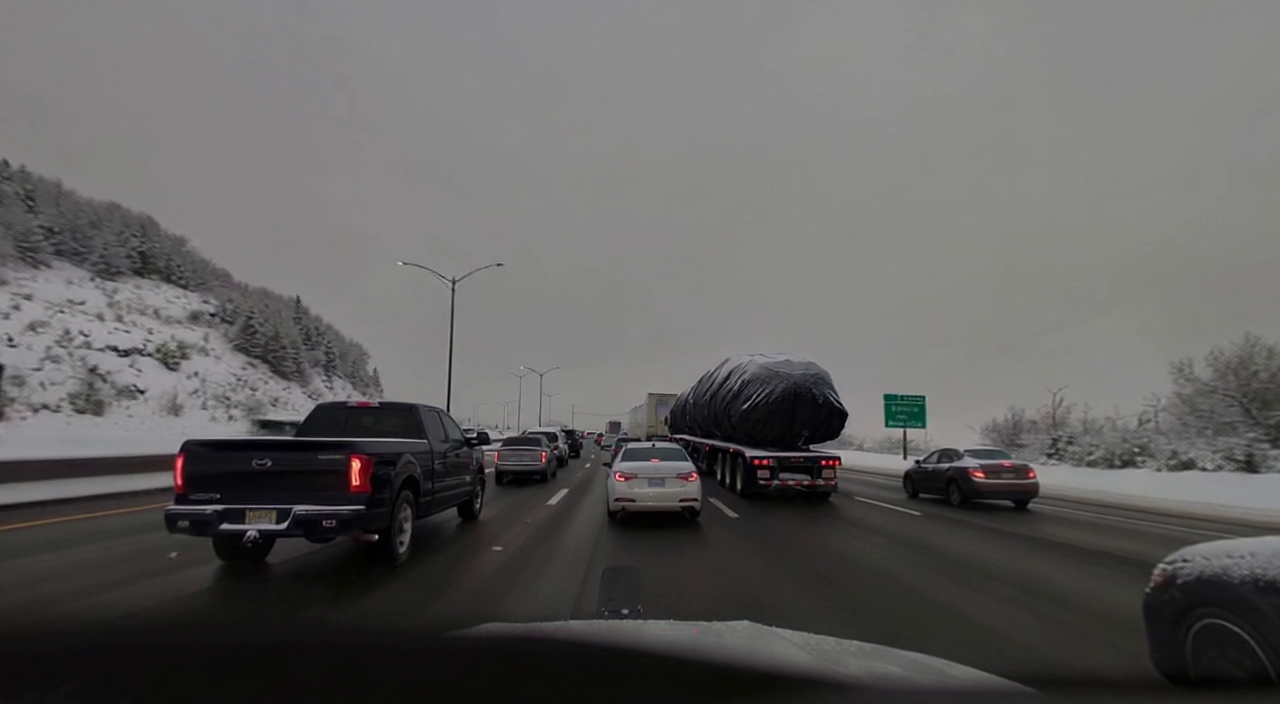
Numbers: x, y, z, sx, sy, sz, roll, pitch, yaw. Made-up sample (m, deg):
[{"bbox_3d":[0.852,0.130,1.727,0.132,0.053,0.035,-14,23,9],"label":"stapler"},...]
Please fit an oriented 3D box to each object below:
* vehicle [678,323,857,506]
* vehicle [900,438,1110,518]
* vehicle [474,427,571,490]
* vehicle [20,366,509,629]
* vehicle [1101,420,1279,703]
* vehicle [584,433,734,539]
[{"bbox_3d":[3.176,2.151,19.618,2.759,4.098,10.906,0,-8,-3],"label":"vehicle"},{"bbox_3d":[7.768,2.684,14.030,2.092,1.495,4.194,0,-8,-1],"label":"vehicle"},{"bbox_3d":[-3.707,3.465,20.992,2.348,1.821,5.061,0,-8,-1],"label":"vehicle"},{"bbox_3d":[-3.286,1.432,7.328,2.318,1.902,5.374,0,-8,1],"label":"vehicle"},{"bbox_3d":[3.588,0.783,0.987,2.169,1.447,4.817,0,-8,1],"label":"vehicle"},{"bbox_3d":[0.220,2.177,10.924,2.105,1.471,3.978,0,-8,-1],"label":"vehicle"}]
